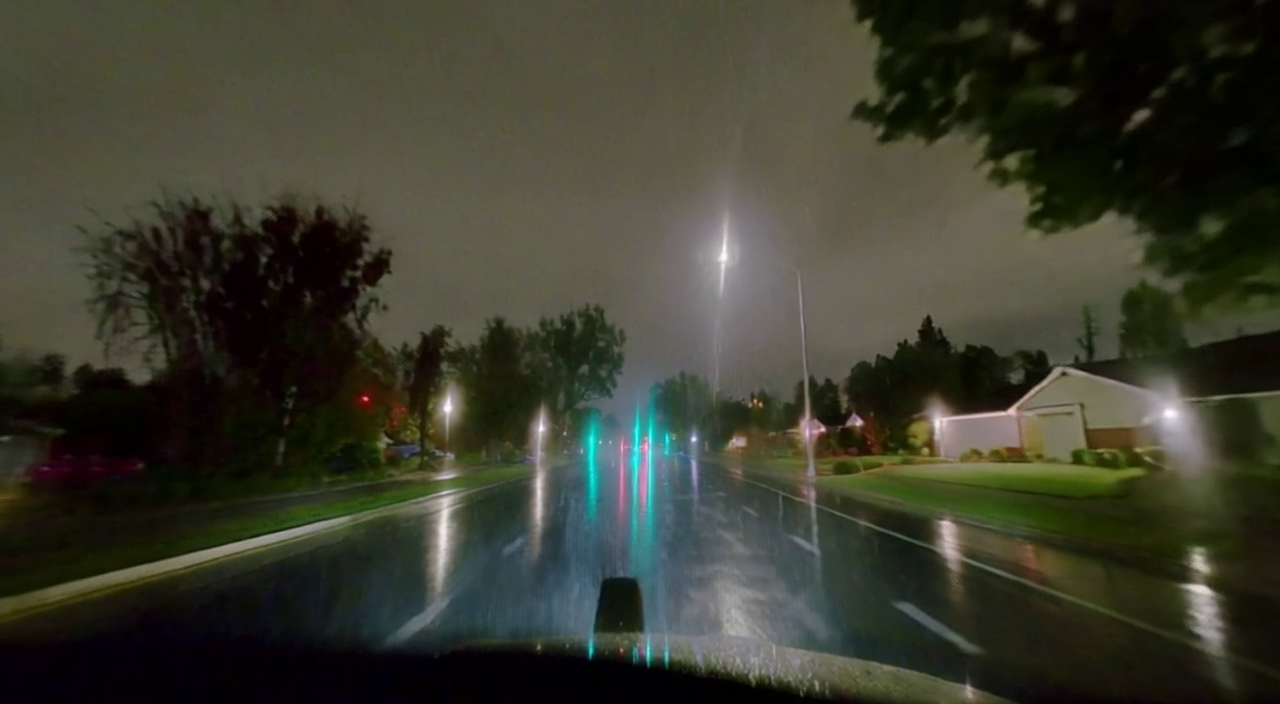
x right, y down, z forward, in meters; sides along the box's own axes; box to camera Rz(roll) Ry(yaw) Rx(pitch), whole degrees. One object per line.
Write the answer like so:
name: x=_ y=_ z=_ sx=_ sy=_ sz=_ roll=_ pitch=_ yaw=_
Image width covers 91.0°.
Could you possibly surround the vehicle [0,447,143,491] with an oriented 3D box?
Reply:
vehicle: x=-24.820 y=5.044 z=27.309 sx=4.605 sy=1.682 sz=2.105 roll=-1 pitch=-8 yaw=-2
